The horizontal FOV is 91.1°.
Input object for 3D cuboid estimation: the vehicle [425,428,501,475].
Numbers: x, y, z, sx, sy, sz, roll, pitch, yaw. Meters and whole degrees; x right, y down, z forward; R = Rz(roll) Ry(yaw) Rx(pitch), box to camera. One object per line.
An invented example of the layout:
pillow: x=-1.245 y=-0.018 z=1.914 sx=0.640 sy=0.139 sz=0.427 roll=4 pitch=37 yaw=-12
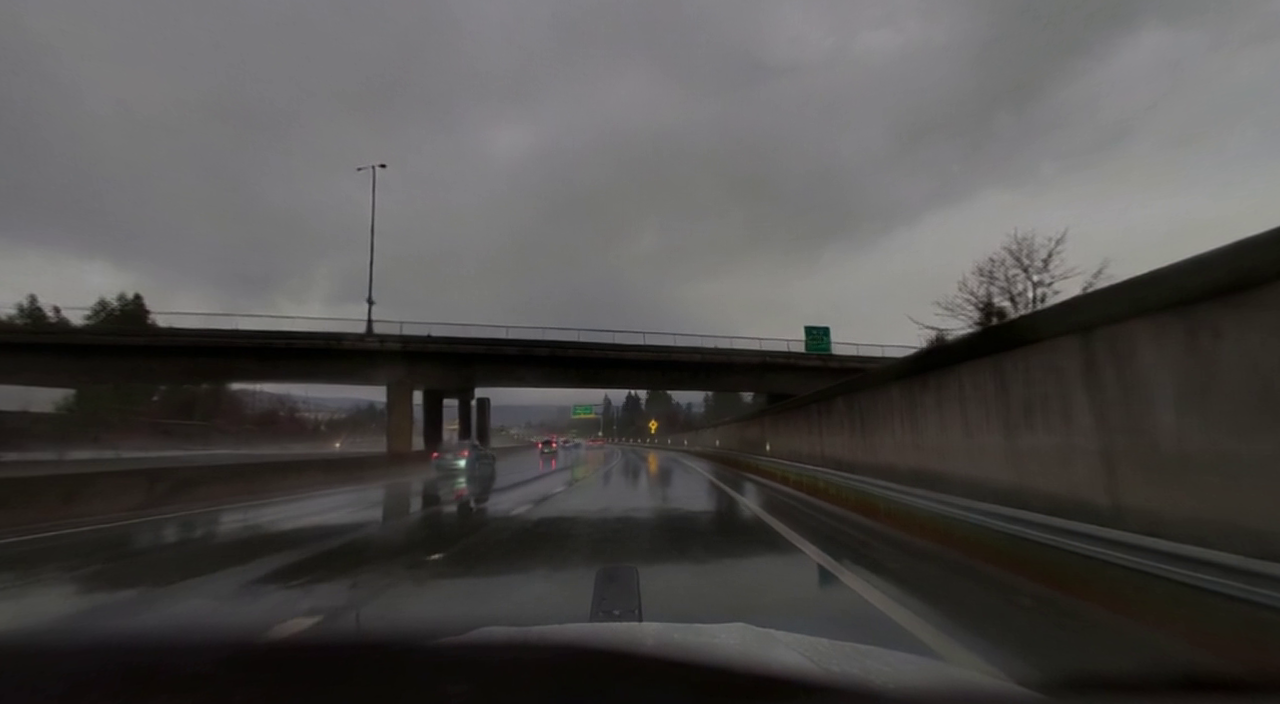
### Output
vehicle: x=-7.721 y=4.372 z=27.906 sx=1.956 sy=1.888 sz=4.512 roll=-1 pitch=-8 yaw=1
